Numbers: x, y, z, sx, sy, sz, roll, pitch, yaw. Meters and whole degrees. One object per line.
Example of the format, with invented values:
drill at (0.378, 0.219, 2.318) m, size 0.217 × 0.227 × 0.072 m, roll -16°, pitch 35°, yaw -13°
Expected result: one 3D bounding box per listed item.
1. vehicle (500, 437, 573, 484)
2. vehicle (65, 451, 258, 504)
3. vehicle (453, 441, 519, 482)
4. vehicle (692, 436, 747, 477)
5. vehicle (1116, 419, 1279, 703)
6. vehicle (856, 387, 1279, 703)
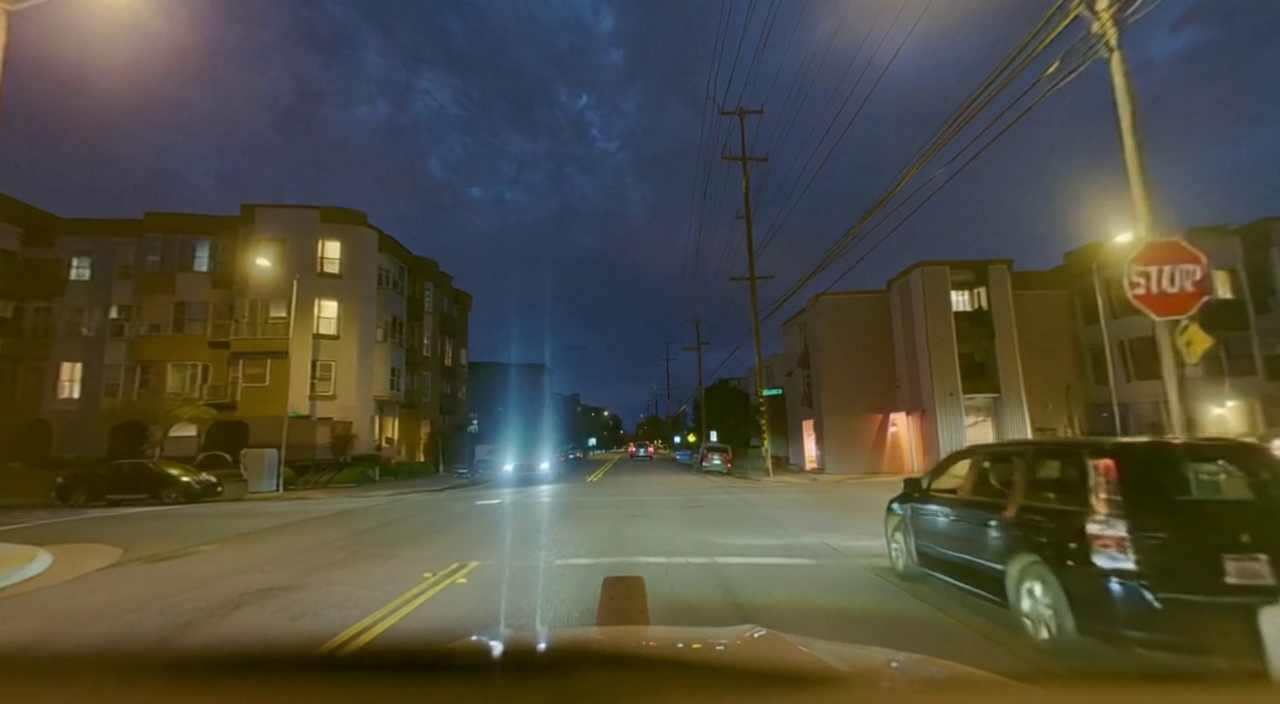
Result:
vehicle at (-4.295, 4.574, 26.893) m, size 2.201 × 1.801 × 4.750 m, roll 0°, pitch -9°, yaw 1°
vehicle at (-17.254, 4.522, 22.940) m, size 5.354 × 1.773 × 1.991 m, roll 0°, pitch -9°, yaw 0°
vehicle at (-7.620, 5.450, 31.630) m, size 2.140 × 1.874 × 4.475 m, roll 0°, pitch -9°, yaw 0°
vehicle at (3.811, 5.138, 31.148) m, size 2.164 × 1.721 × 4.416 m, roll -4°, pitch -9°, yaw 1°
vehicle at (3.373, 0.769, 0.797) m, size 1.888 × 1.495 × 4.567 m, roll 0°, pitch -9°, yaw -1°
vehicle at (3.555, 1.345, 5.328) m, size 1.994 × 1.697 × 4.274 m, roll 0°, pitch -9°, yaw 1°
